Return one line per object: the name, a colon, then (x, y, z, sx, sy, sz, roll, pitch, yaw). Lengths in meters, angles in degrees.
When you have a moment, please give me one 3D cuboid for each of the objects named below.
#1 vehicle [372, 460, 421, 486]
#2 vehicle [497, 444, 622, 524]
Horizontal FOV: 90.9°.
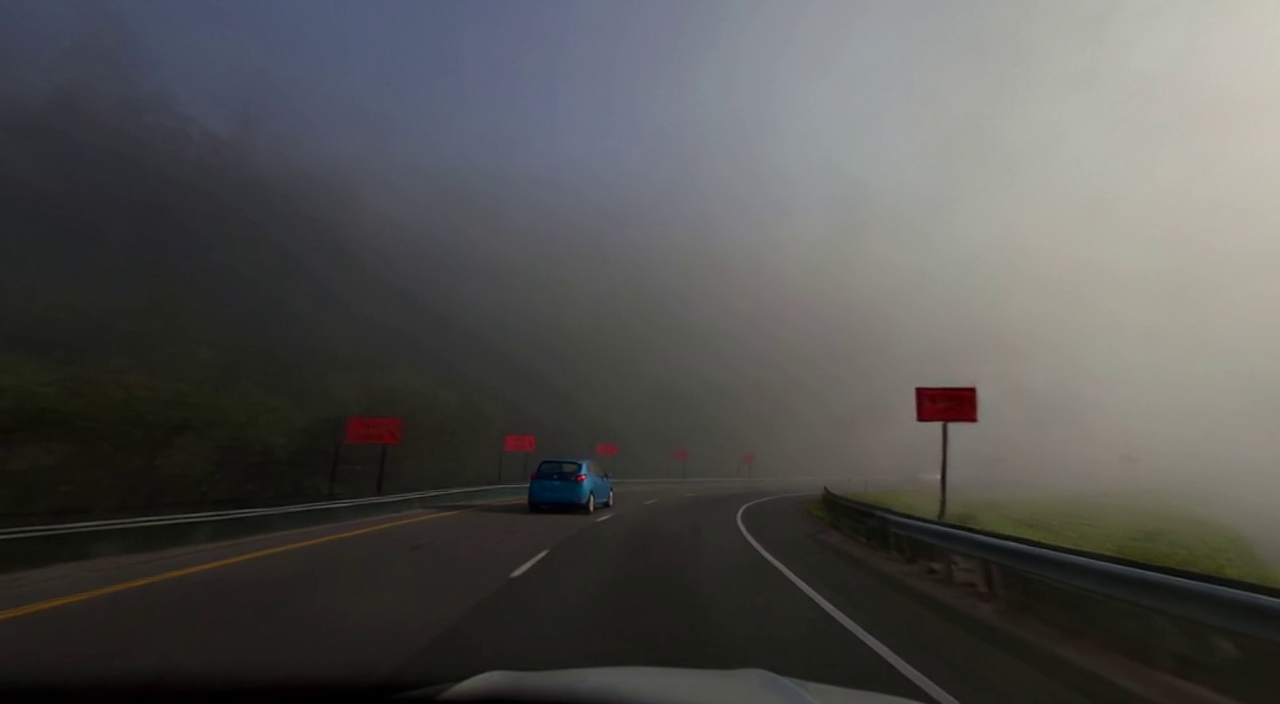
vehicle: (-15.204, 7.584, 39.542, 1.758, 1.470, 3.823, 1, -10, -5)
vehicle: (-1.849, 3.306, 16.106, 1.997, 1.692, 4.422, -1, -10, 9)
